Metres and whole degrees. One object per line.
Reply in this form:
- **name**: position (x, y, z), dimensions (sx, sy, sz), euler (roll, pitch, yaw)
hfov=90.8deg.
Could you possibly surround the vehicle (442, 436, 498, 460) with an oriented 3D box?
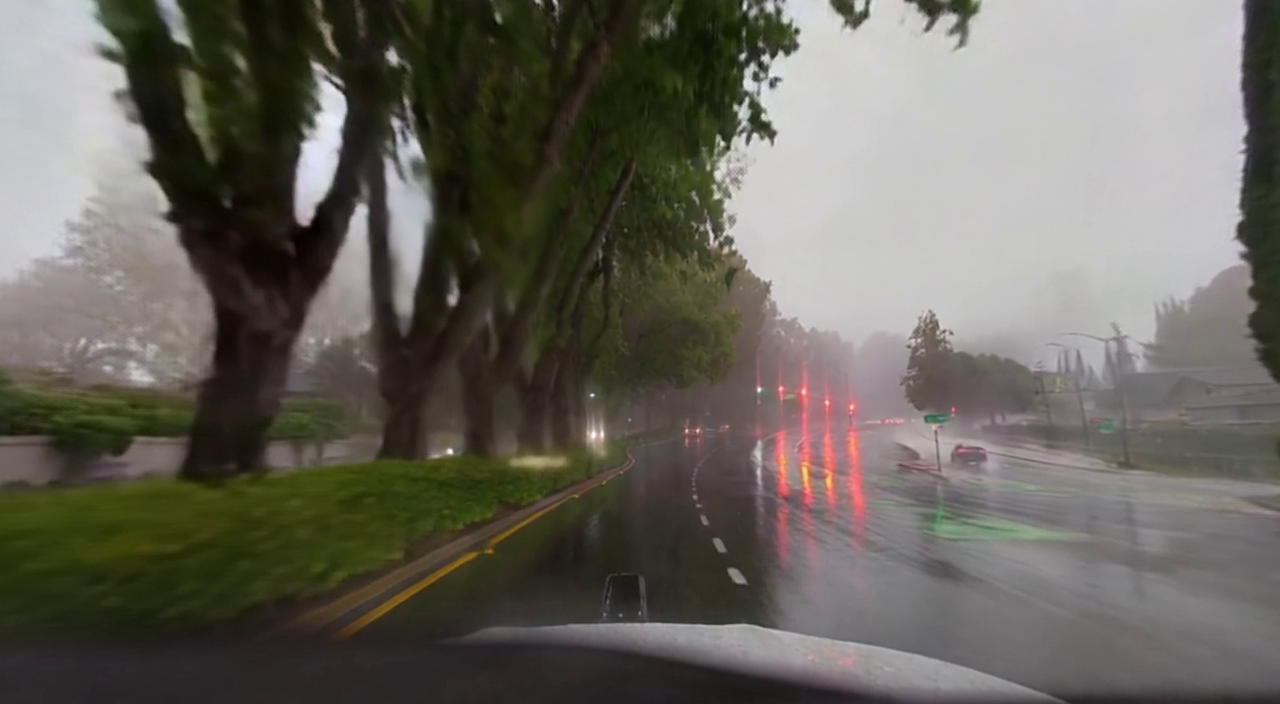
- **vehicle**: position (-11.120, 6.381, 41.736), dimensions (1.903, 1.504, 4.346), euler (-2, -9, 9)
